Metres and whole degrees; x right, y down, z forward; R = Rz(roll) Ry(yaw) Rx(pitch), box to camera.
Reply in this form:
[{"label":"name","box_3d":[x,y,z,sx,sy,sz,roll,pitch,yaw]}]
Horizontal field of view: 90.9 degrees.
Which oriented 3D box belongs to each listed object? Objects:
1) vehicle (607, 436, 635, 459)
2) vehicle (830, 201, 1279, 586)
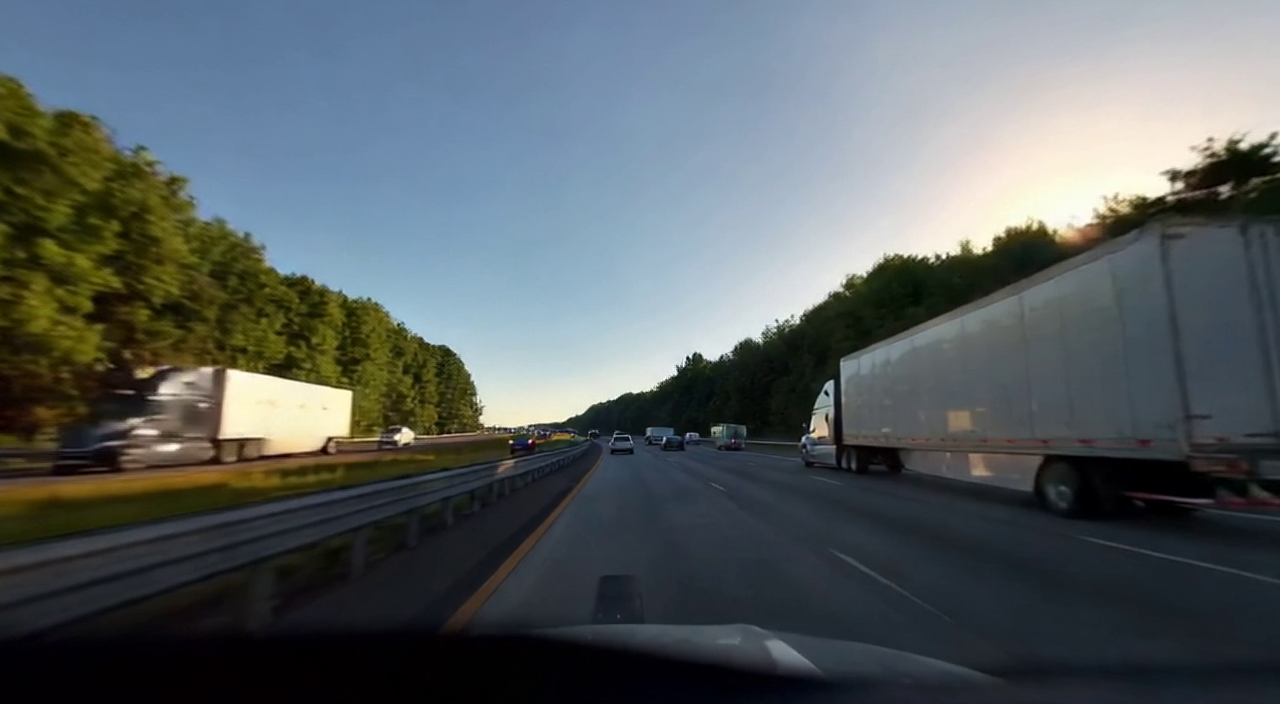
[{"label":"vehicle","box_3d":[-1.528,7.371,48.912,2.088,1.671,4.068,0,-8,-3]},{"label":"vehicle","box_3d":[7.910,1.307,13.738,2.888,4.093,14.227,0,-8,-1]}]
